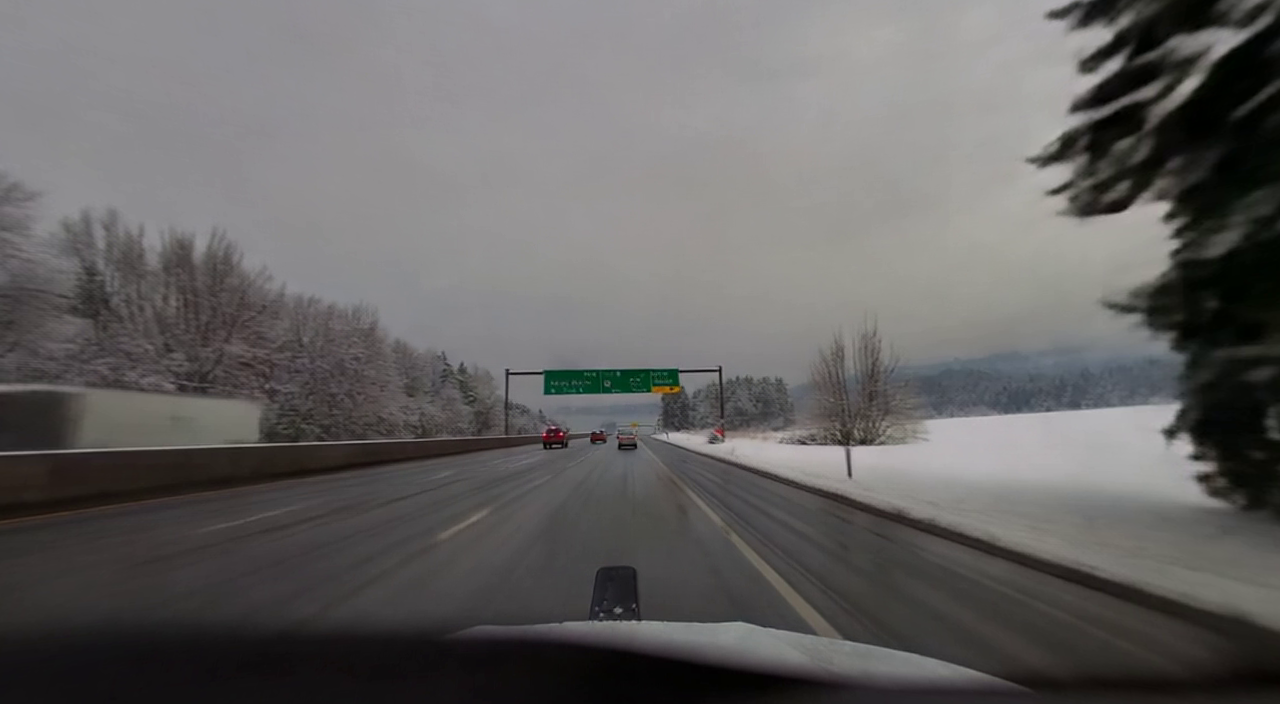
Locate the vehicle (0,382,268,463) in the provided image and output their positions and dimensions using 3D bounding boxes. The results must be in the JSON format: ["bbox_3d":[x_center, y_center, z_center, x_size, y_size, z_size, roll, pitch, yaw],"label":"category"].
[{"bbox_3d":[-23.834,3.552,30.901,3.023,3.075,13.424,0,-7,-1],"label":"vehicle"}]
